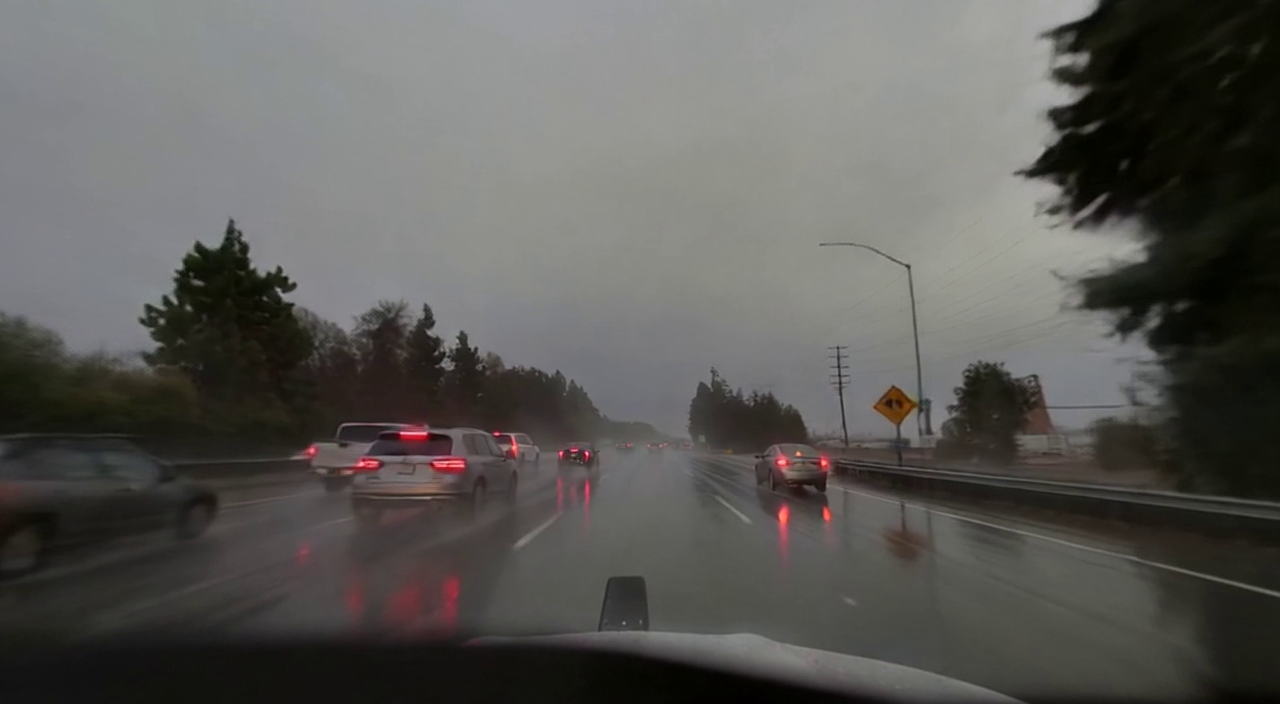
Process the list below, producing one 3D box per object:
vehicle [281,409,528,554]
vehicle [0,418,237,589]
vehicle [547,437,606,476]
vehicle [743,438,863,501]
[{"bbox_3d":[-3.337,1.938,10.160,2.133,1.775,4.530,0,-8,1],"label":"vehicle"},{"bbox_3d":[-6.860,1.502,6.579,2.049,1.544,4.866,0,-8,1],"label":"vehicle"},{"bbox_3d":[-2.873,4.864,29.577,2.133,1.668,4.505,0,-8,2],"label":"vehicle"},{"bbox_3d":[4.255,3.136,17.331,2.022,1.472,4.678,0,-8,0],"label":"vehicle"}]
